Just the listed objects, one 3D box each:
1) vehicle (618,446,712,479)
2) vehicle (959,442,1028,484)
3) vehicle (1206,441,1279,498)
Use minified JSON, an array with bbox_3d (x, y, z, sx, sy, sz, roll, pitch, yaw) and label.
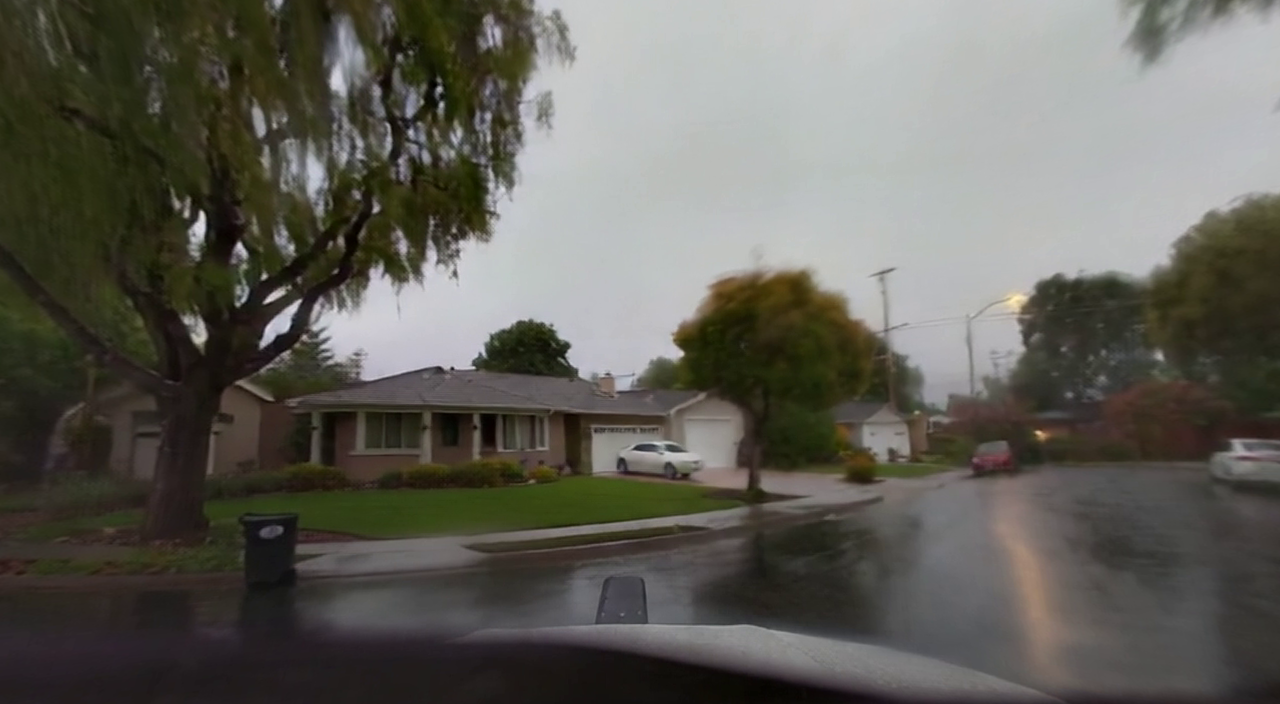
[{"bbox_3d":[1.196,5.452,31.498,4.404,1.495,1.844,-7,-11,37],"label":"vehicle"},{"bbox_3d":[18.177,5.651,32.362,2.208,1.834,4.675,-12,-14,35],"label":"vehicle"},{"bbox_3d":[19.132,3.558,19.444,2.005,1.553,3.984,-3,-8,35],"label":"vehicle"}]
